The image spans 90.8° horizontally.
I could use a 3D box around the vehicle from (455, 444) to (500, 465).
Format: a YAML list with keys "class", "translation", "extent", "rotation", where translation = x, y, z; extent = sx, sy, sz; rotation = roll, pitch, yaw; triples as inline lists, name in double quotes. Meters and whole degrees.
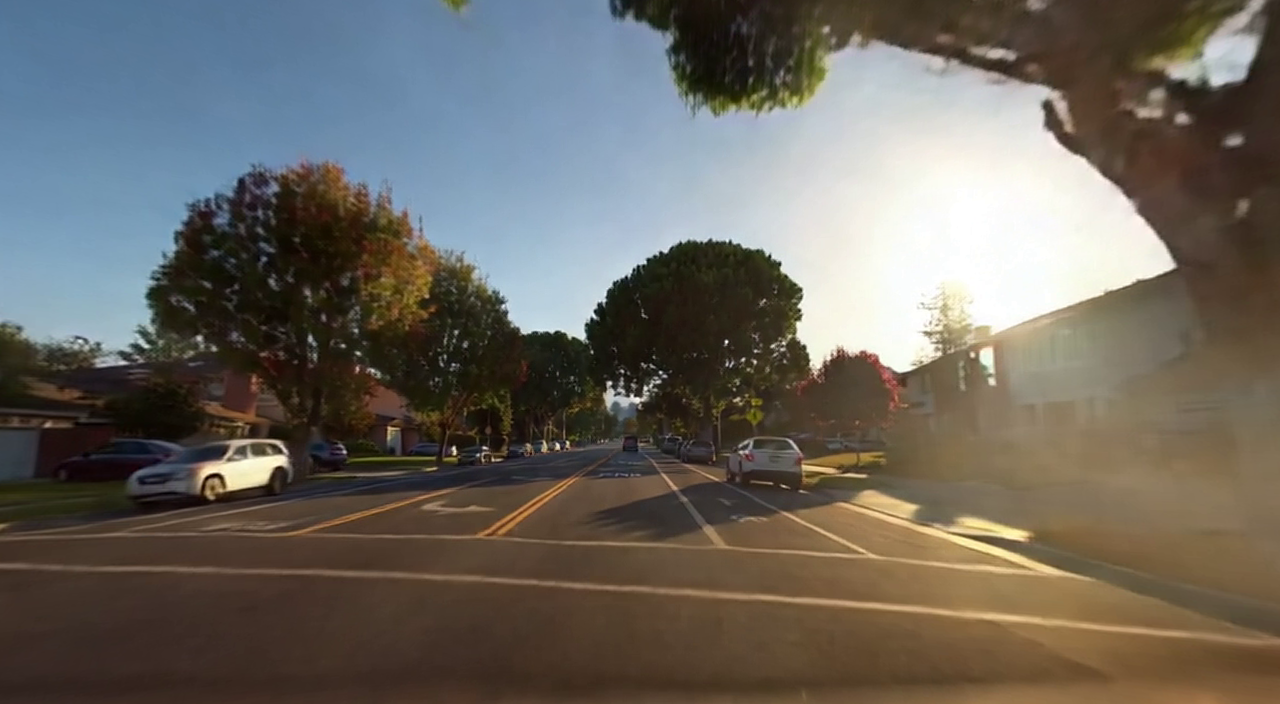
- class: "vehicle"
  translation: [-12.006, 7.573, 46.870]
  extent: [2.079, 1.509, 4.591]
  rotation: [0, -8, 1]

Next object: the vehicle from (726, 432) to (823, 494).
- class: "vehicle"
  translation: [4.160, 3.512, 20.367]
  extent: [2.027, 1.751, 4.433]
  rotation: [0, -8, -2]

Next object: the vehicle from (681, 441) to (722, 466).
- class: "vehicle"
  translation: [3.913, 6.556, 41.037]
  extent: [1.920, 1.541, 4.709]
  rotation: [1, -8, -4]

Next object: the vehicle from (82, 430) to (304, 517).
- class: "vehicle"
  translation: [-11.827, 3.206, 17.416]
  extent: [2.199, 1.988, 5.454]
  rotation: [0, -8, -1]
